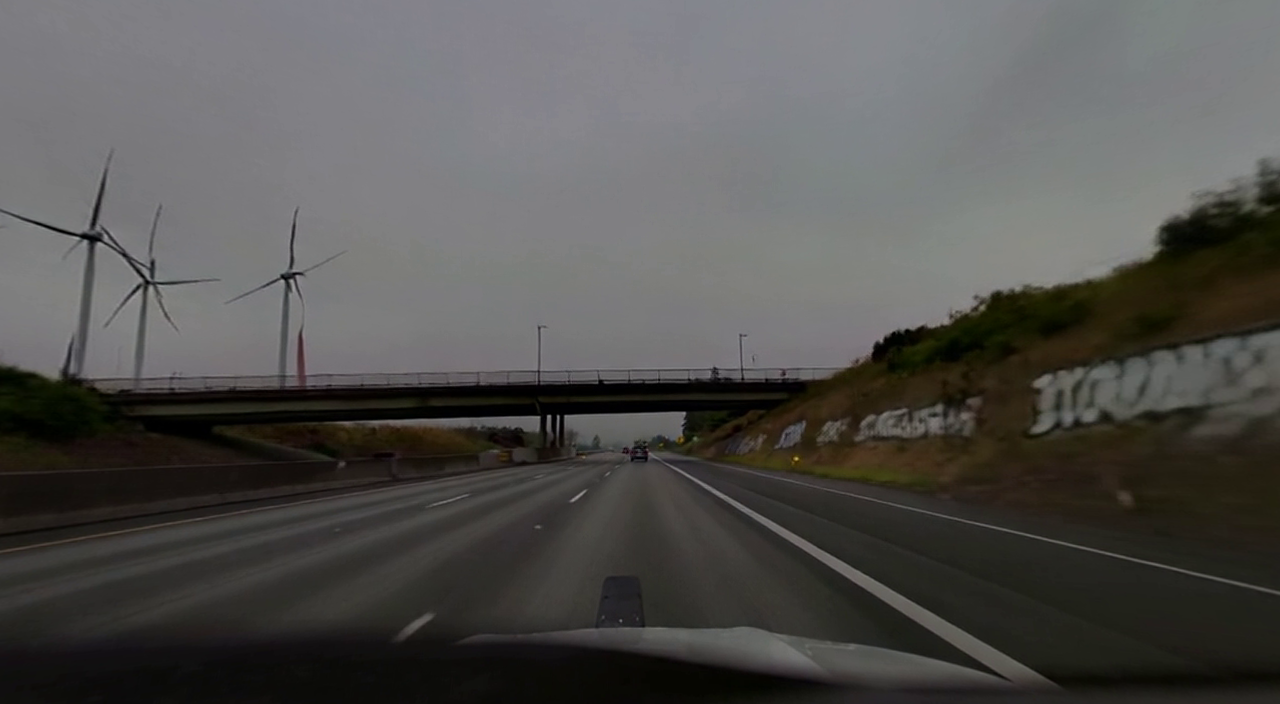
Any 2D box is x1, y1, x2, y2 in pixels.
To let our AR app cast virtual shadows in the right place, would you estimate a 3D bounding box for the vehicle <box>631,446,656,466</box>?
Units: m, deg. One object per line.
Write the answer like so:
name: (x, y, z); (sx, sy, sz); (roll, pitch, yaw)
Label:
vehicle: (0.269, 8.110, 49.126); (1.870, 1.481, 4.234); (0, -9, -1)
